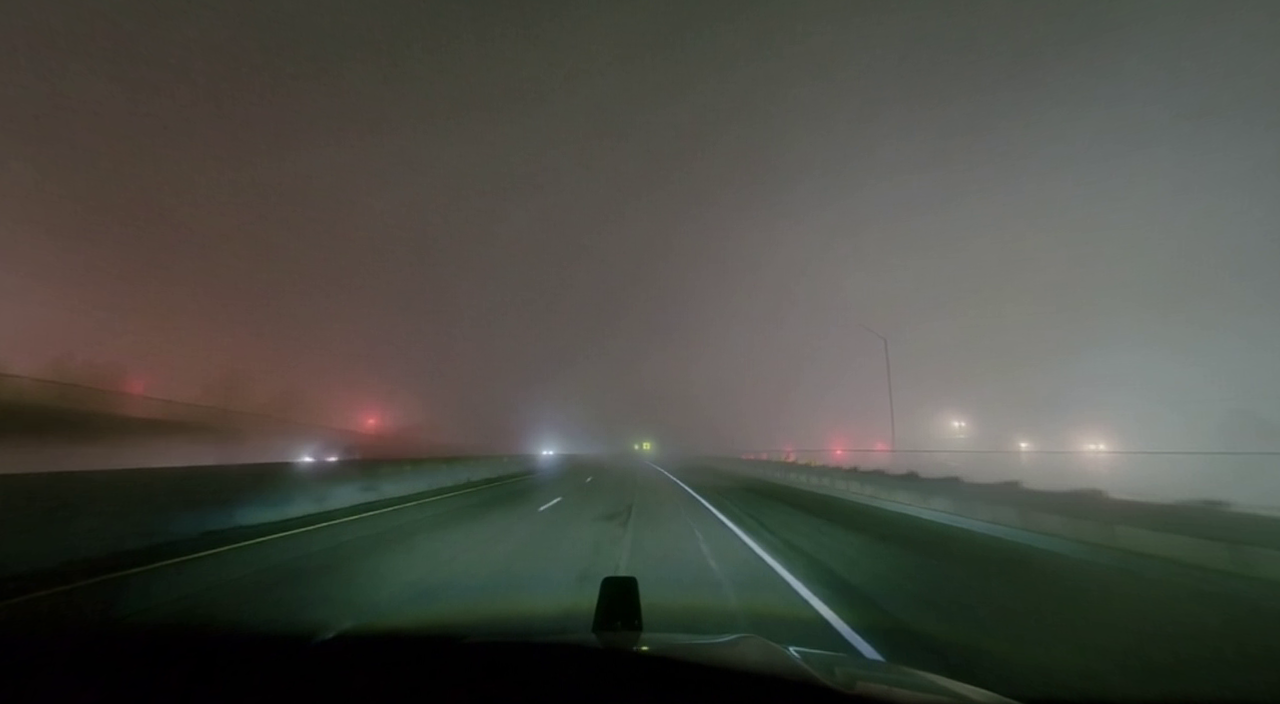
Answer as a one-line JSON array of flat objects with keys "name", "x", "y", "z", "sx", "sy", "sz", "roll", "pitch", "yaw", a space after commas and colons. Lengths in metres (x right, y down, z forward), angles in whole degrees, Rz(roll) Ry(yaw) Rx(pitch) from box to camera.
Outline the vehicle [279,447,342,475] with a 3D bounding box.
[{"name": "vehicle", "x": -18.392, "y": 6.097, "z": 35.271, "sx": 1.652, "sy": 1.440, "sz": 3.500, "roll": 0, "pitch": -9, "yaw": -1}]
